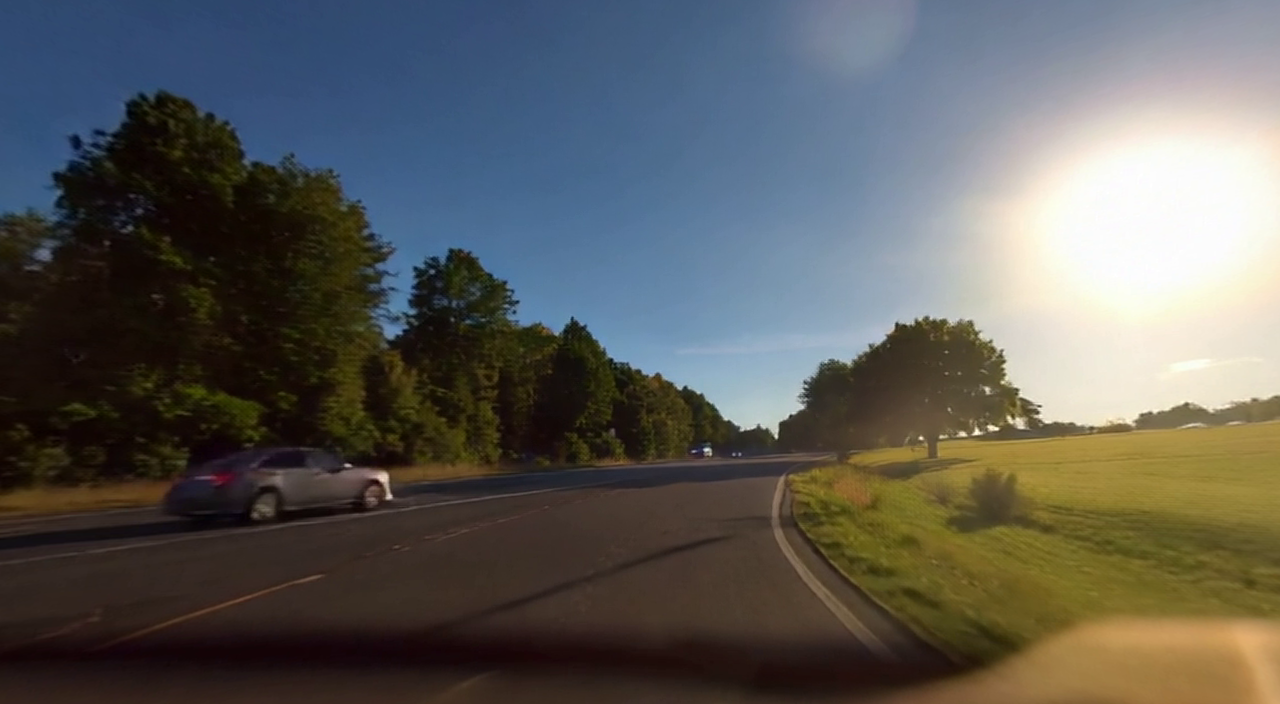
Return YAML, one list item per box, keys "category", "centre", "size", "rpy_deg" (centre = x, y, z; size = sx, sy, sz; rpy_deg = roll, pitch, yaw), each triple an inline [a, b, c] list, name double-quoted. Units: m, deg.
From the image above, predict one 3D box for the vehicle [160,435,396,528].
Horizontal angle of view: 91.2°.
- category: "vehicle"
  centre: [-7.682, 2.733, 13.784]
  size: [2.106, 1.679, 3.908]
  rpy_deg: [-4, -10, 22]
